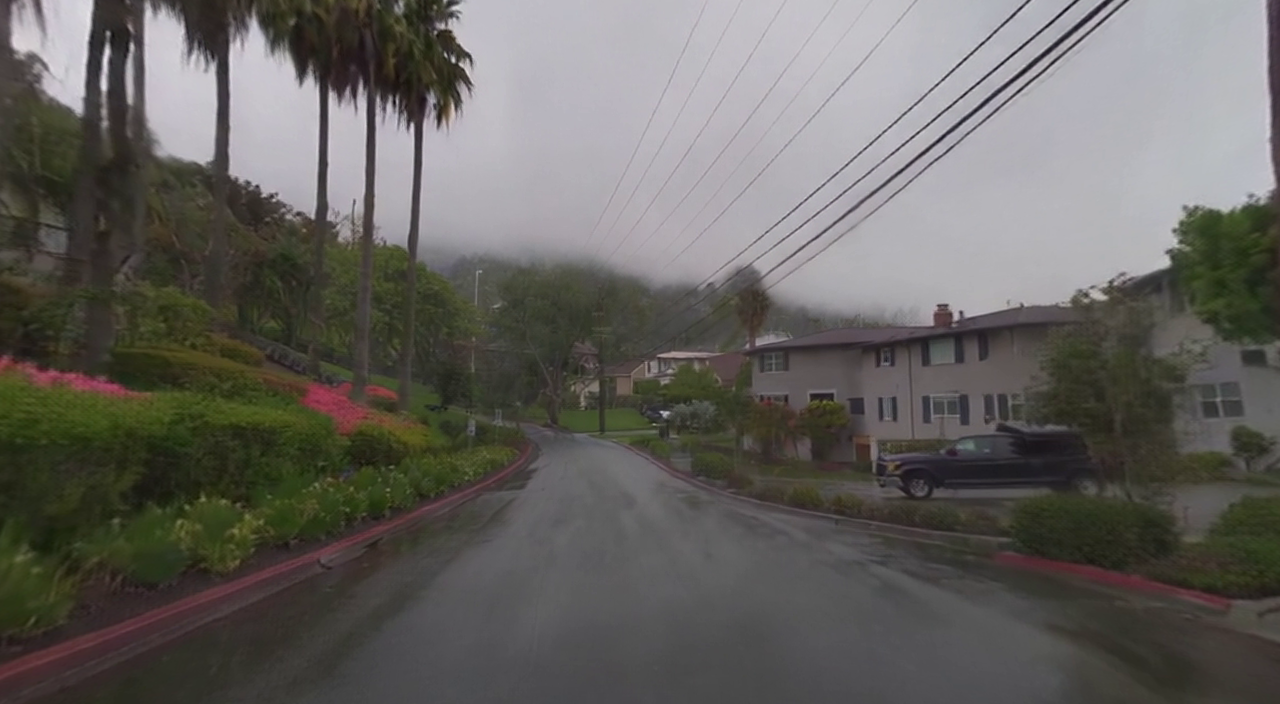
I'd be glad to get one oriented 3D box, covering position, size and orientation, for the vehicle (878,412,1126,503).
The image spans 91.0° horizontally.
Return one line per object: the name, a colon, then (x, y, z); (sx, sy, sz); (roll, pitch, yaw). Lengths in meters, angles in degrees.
vehicle: (8.915, 2.620, 15.513); (5.663, 1.913, 2.170); (5, -10, -23)
